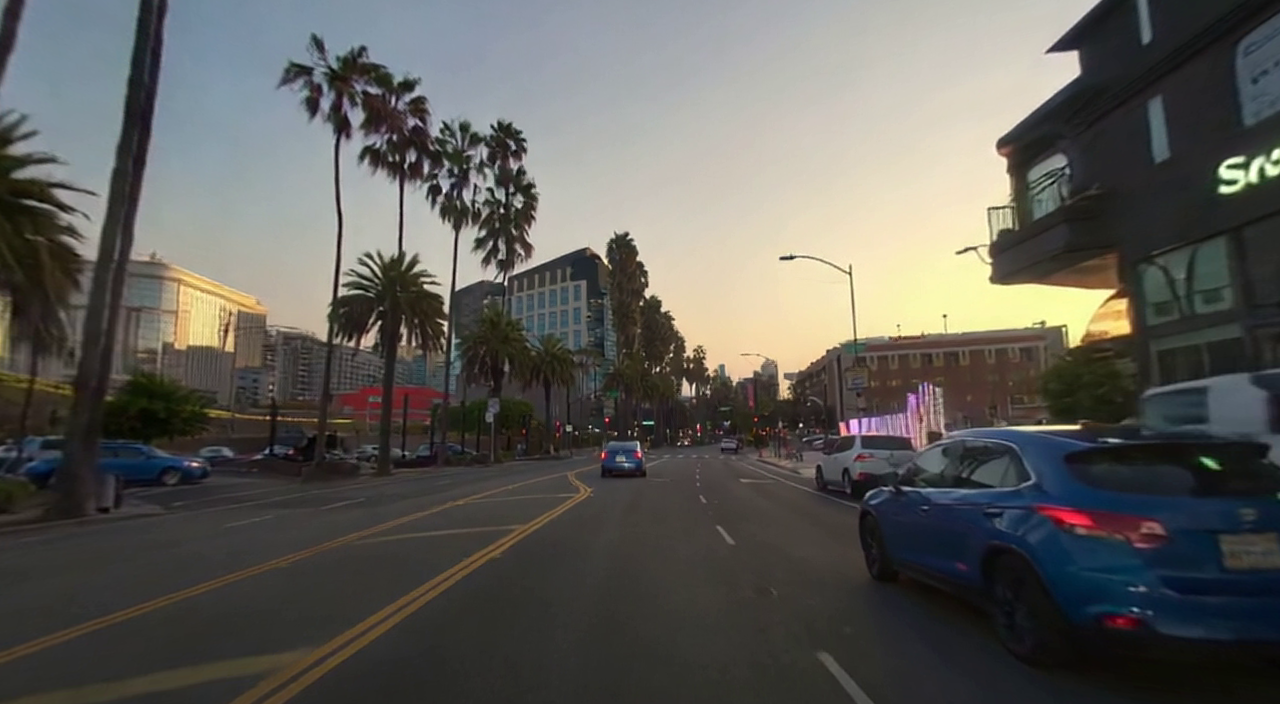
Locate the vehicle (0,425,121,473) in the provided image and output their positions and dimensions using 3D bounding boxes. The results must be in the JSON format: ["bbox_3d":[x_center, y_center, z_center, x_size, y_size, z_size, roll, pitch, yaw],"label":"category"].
[{"bbox_3d":[-32.562,5.128,33.578,2.562,2.387,6.989,-4,-10,29],"label":"vehicle"}]

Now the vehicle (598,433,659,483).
[{"bbox_3d":[-0.421,3.934,23.690,2.063,1.664,4.471,0,-8,0],"label":"vehicle"}]

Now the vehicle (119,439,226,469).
[{"bbox_3d":[-29.177,6.380,39.645,1.863,1.733,4.974,-5,-10,27],"label":"vehicle"}]

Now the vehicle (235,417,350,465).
[{"bbox_3d":[-20.882,5.429,38.362,2.198,2.684,5.751,-4,-9,25],"label":"vehicle"}]

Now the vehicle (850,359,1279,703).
[{"bbox_3d":[3.210,1.159,4.435,1.983,1.654,4.354,0,-8,0],"label":"vehicle"}]
